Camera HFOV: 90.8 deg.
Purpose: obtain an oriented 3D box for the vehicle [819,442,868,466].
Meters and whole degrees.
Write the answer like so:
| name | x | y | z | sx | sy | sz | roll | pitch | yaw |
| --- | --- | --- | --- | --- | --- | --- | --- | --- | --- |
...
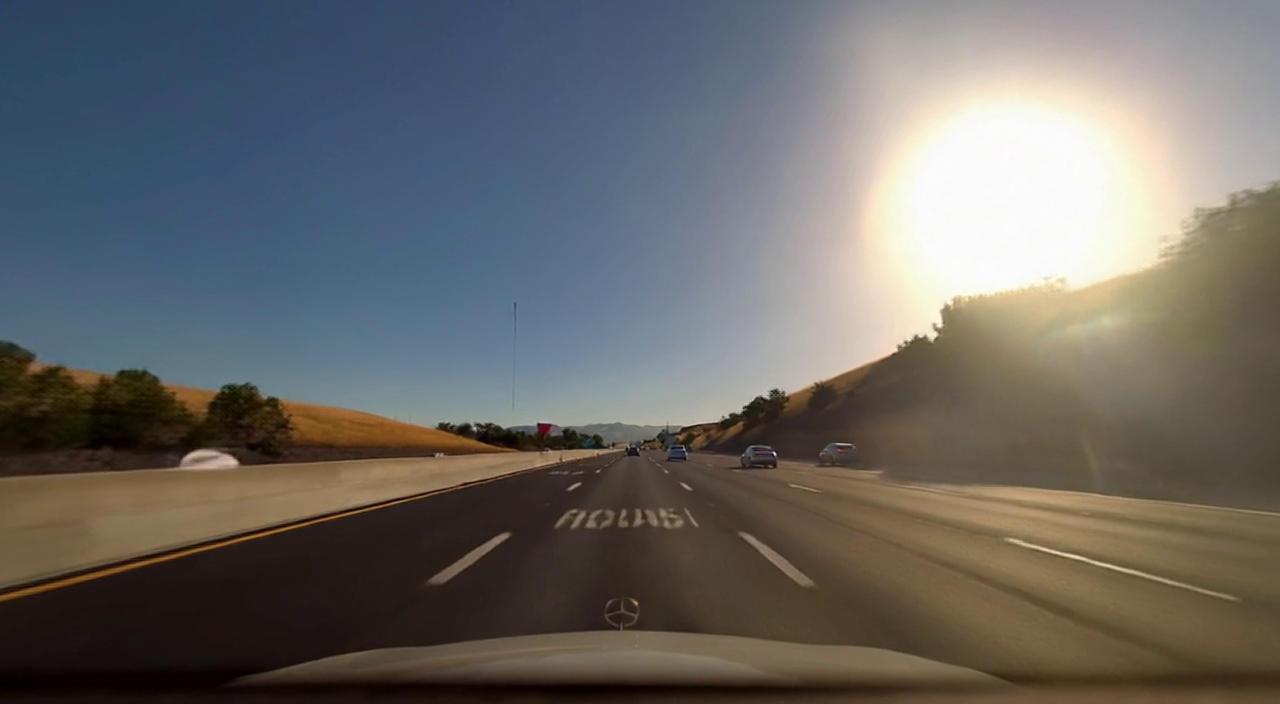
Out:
| name | x | y | z | sx | sy | sz | roll | pitch | yaw |
| --- | --- | --- | --- | --- | --- | --- | --- | --- | --- |
| vehicle | 14.606 | 7.345 | 45.653 | 2.025 | 1.595 | 4.268 | 0 | -9 | -1 |

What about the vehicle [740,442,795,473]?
| name | x | y | z | sx | sy | sz | roll | pitch | yaw |
| --- | --- | --- | --- | --- | --- | --- | --- | --- | --- |
| vehicle | 6.719 | 5.591 | 33.655 | 2.038 | 1.528 | 3.910 | 0 | -9 | -1 |

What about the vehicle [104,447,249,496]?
| name | x | y | z | sx | sy | sz | roll | pitch | yaw |
| --- | --- | --- | --- | --- | --- | --- | --- | --- | --- |
| vehicle | -18.238 | 4.682 | 25.258 | 2.001 | 1.640 | 4.894 | 0 | -8 | 1 |
